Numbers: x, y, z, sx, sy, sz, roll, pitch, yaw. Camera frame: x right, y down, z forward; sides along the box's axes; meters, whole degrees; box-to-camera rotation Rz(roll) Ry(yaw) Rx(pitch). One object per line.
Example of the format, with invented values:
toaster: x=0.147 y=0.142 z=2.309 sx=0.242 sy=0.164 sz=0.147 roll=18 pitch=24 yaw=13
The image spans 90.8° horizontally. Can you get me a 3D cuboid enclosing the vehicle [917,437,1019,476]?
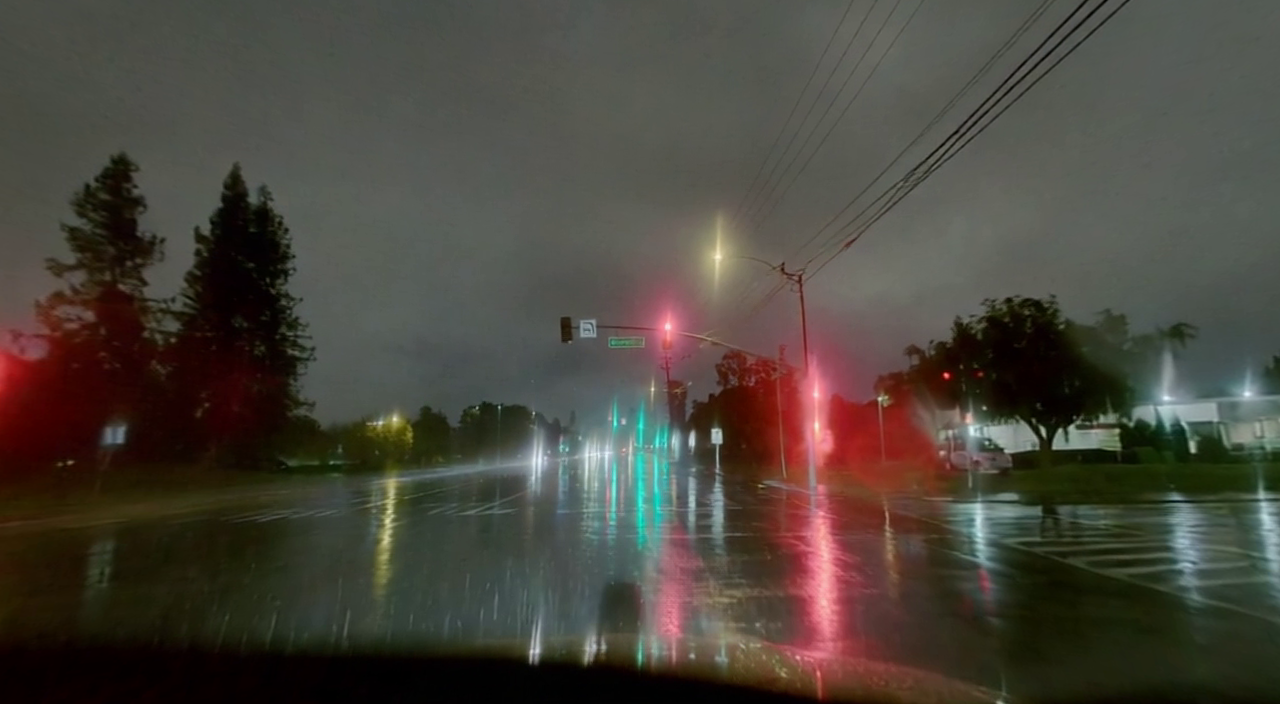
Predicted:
vehicle: x=15.057 y=4.834 z=29.354 sx=1.959 sy=1.471 sz=4.570 roll=-4 pitch=-9 yaw=-5
